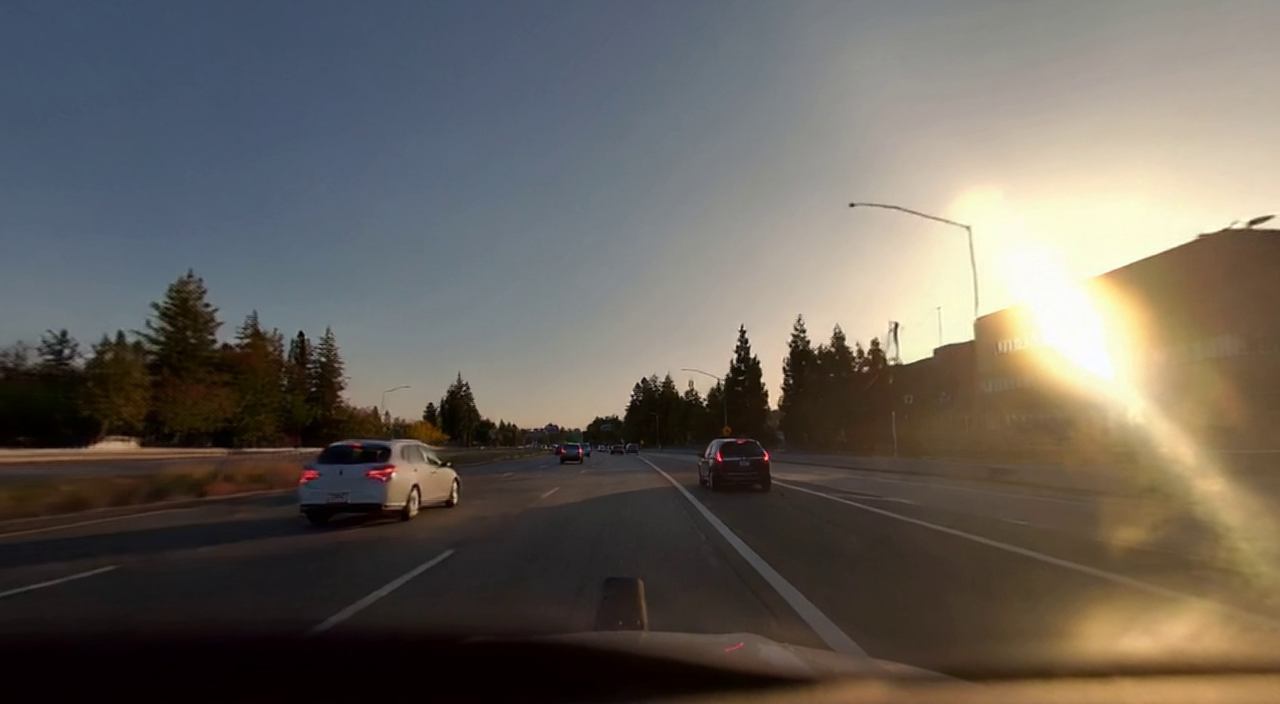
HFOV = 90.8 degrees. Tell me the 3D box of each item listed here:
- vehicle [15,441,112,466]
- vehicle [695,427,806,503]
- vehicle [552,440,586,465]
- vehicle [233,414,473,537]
[{"bbox_3d":[-35.186,6.183,38.733,1.825,1.450,4.300,0,-8,1],"label":"vehicle"},{"bbox_3d":[2.672,2.861,16.409,1.997,1.686,4.247,0,-8,-2],"label":"vehicle"},{"bbox_3d":[-5.268,7.571,47.675,2.160,1.794,4.646,0,-8,-2],"label":"vehicle"},{"bbox_3d":[-4.804,2.144,11.607,2.176,1.779,4.755,0,-8,0],"label":"vehicle"}]
